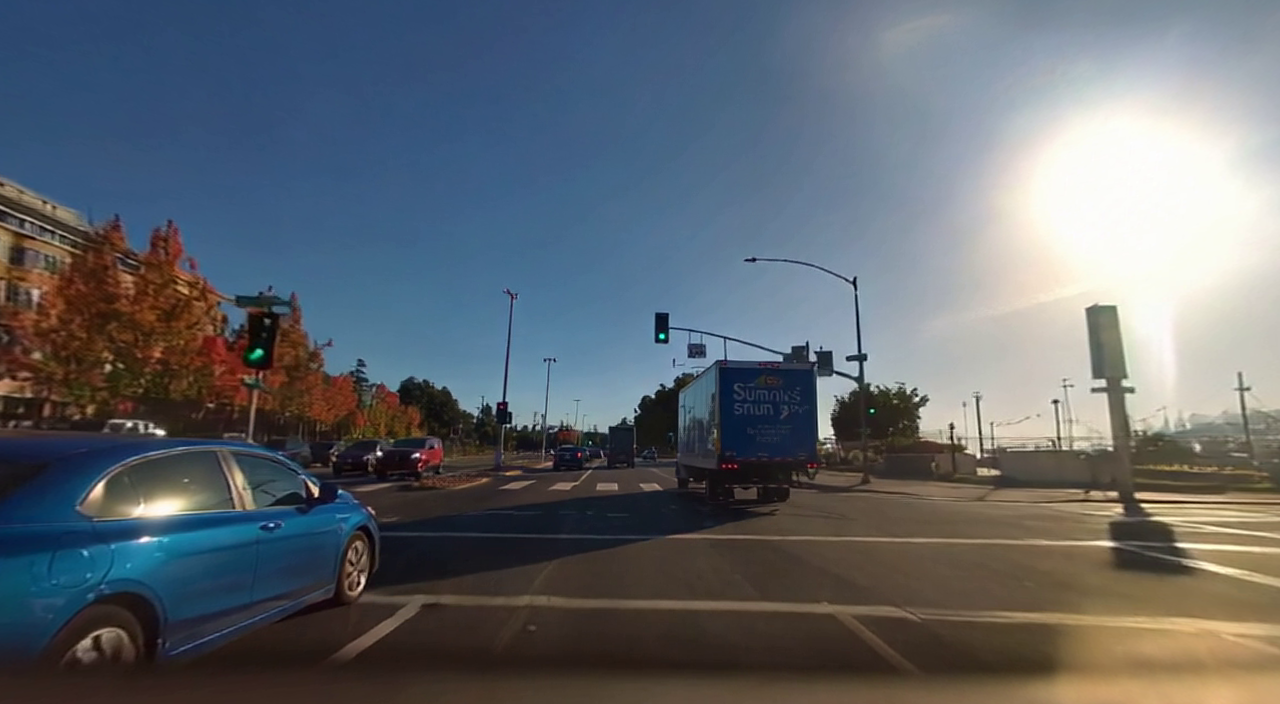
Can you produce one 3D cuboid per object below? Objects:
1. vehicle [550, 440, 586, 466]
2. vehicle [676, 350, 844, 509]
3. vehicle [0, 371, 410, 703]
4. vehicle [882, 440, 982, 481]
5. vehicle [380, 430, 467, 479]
[{"bbox_3d":[-5.275,7.464,46.560,2.388,1.811,4.455,1,-9,-4],"label":"vehicle"},{"bbox_3d":[3.004,2.402,18.765,2.905,3.644,8.441,0,-9,-3],"label":"vehicle"},{"bbox_3d":[-3.000,1.018,3.329,1.828,1.515,4.422,0,-9,1],"label":"vehicle"},{"bbox_3d":[17.454,6.439,37.474,5.948,2.233,2.406,6,-11,-31],"label":"vehicle"},{"bbox_3d":[-8.998,4.319,26.583,2.374,1.863,4.751,1,-9,-6],"label":"vehicle"}]
